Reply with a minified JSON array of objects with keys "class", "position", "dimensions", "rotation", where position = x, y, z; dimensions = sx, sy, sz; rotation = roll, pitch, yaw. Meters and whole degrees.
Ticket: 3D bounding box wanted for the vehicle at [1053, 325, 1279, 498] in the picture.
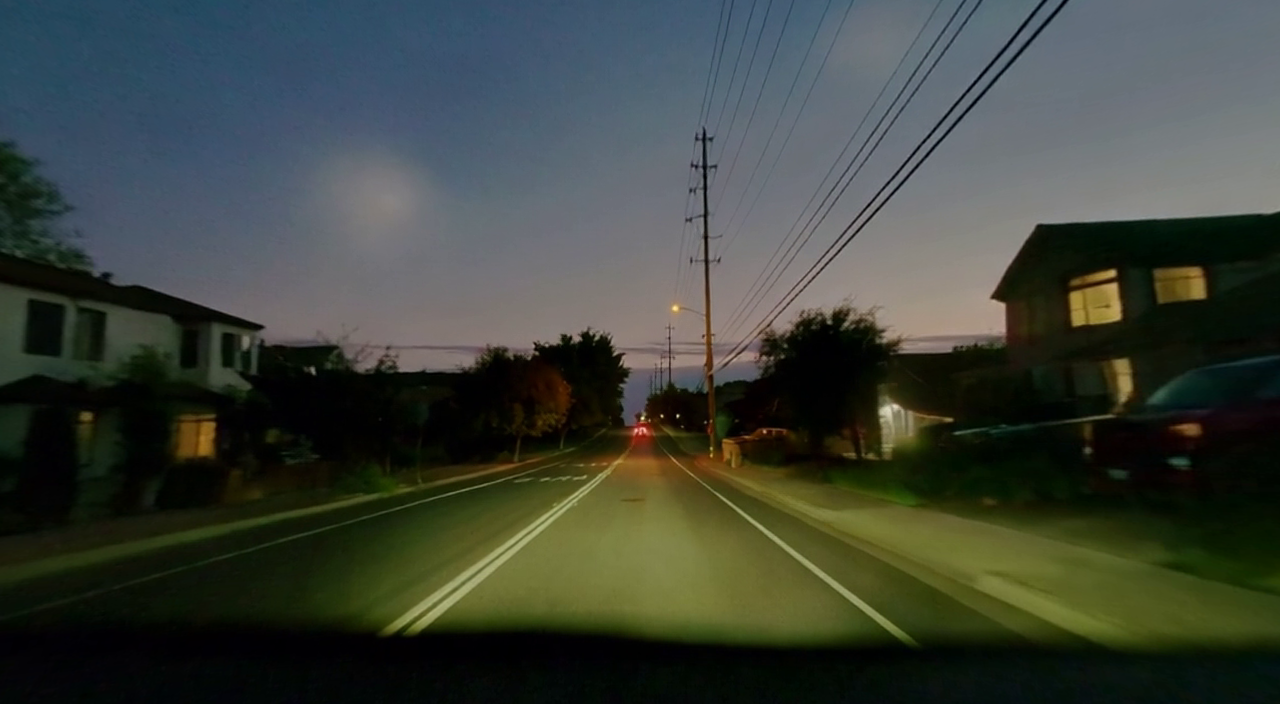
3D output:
[{"class":"vehicle","position":[7.601,0.757,7.907],"dimensions":[1.878,1.743,4.556],"rotation":[-6,-9,4]}]
